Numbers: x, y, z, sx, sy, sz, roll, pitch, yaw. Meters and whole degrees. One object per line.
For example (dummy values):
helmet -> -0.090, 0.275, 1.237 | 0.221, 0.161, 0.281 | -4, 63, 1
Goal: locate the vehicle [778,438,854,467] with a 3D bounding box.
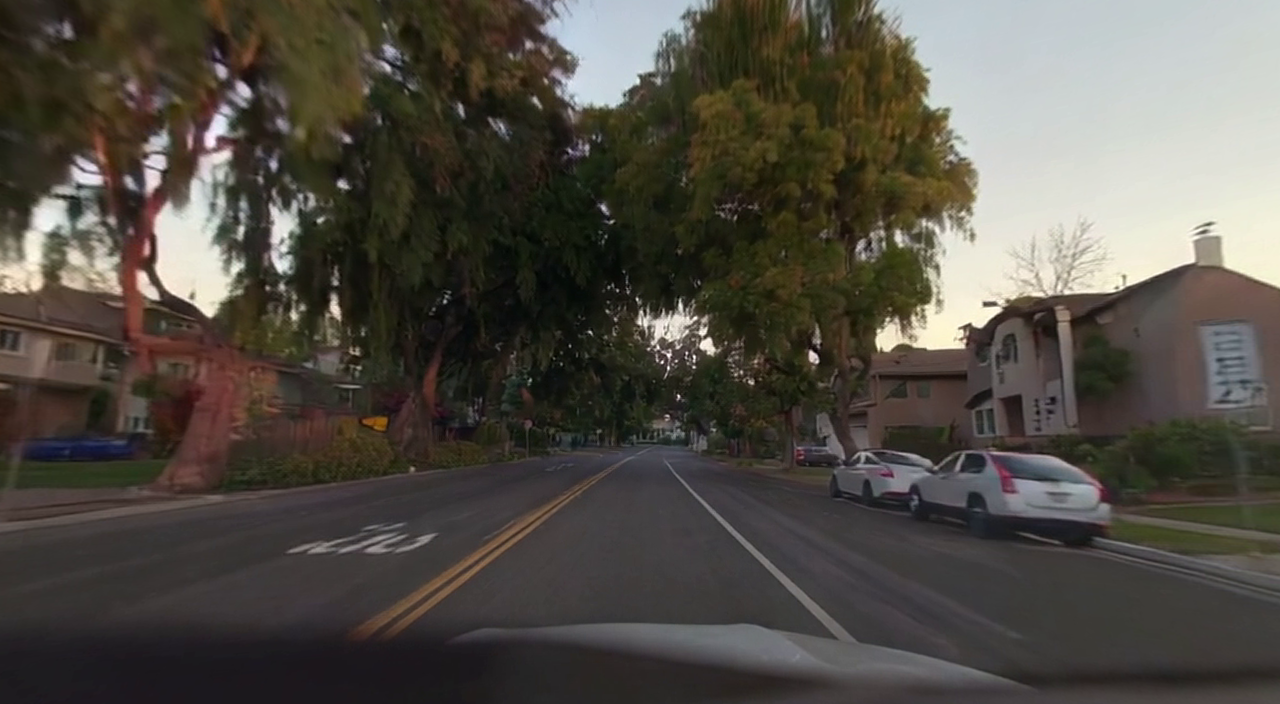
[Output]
vehicle -> 11.578, 6.634, 41.811 | 4.453, 1.590, 1.861 | -3, -7, 3

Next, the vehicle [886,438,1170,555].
vehicle -> 6.104, 2.272, 10.757 | 1.893, 1.543, 4.434 | 0, -9, -2
